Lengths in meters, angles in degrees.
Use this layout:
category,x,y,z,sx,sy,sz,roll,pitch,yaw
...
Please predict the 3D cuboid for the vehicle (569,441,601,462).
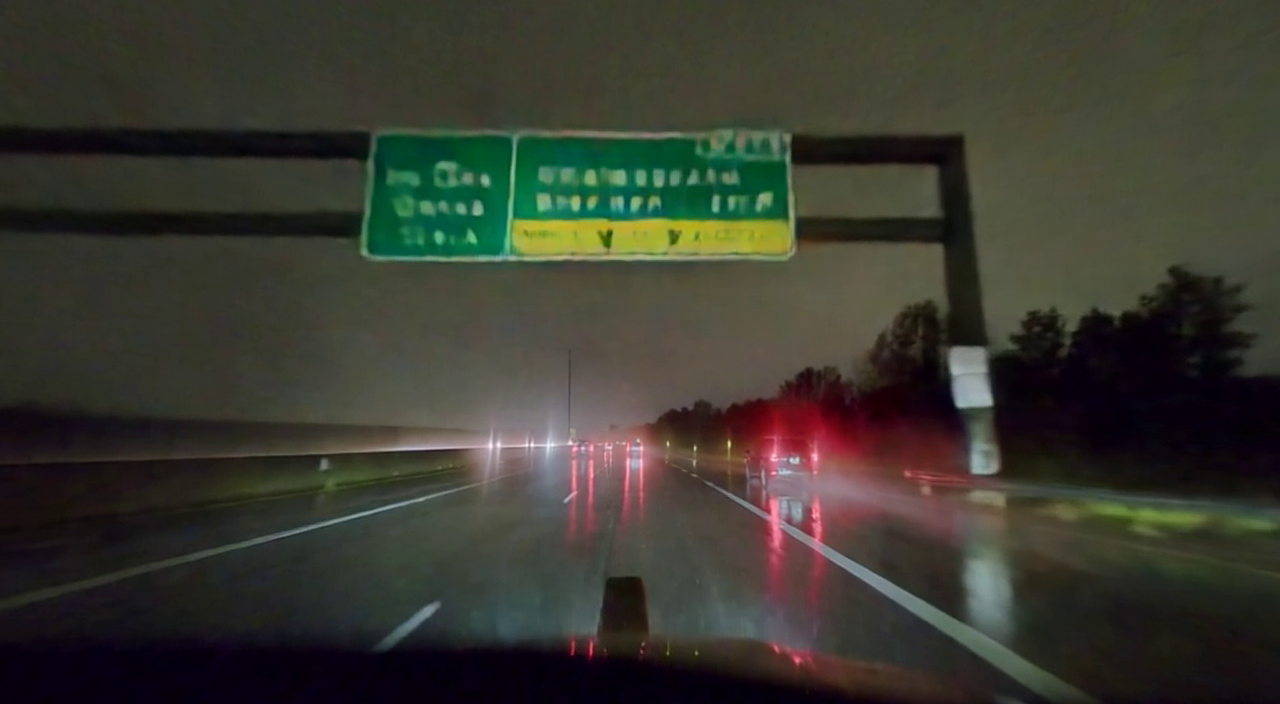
category,x,y,z,sx,sy,sz,roll,pitch,yaw
vehicle,-4.173,7.596,48.371,2.211,1.524,3.651,0,-8,-1
